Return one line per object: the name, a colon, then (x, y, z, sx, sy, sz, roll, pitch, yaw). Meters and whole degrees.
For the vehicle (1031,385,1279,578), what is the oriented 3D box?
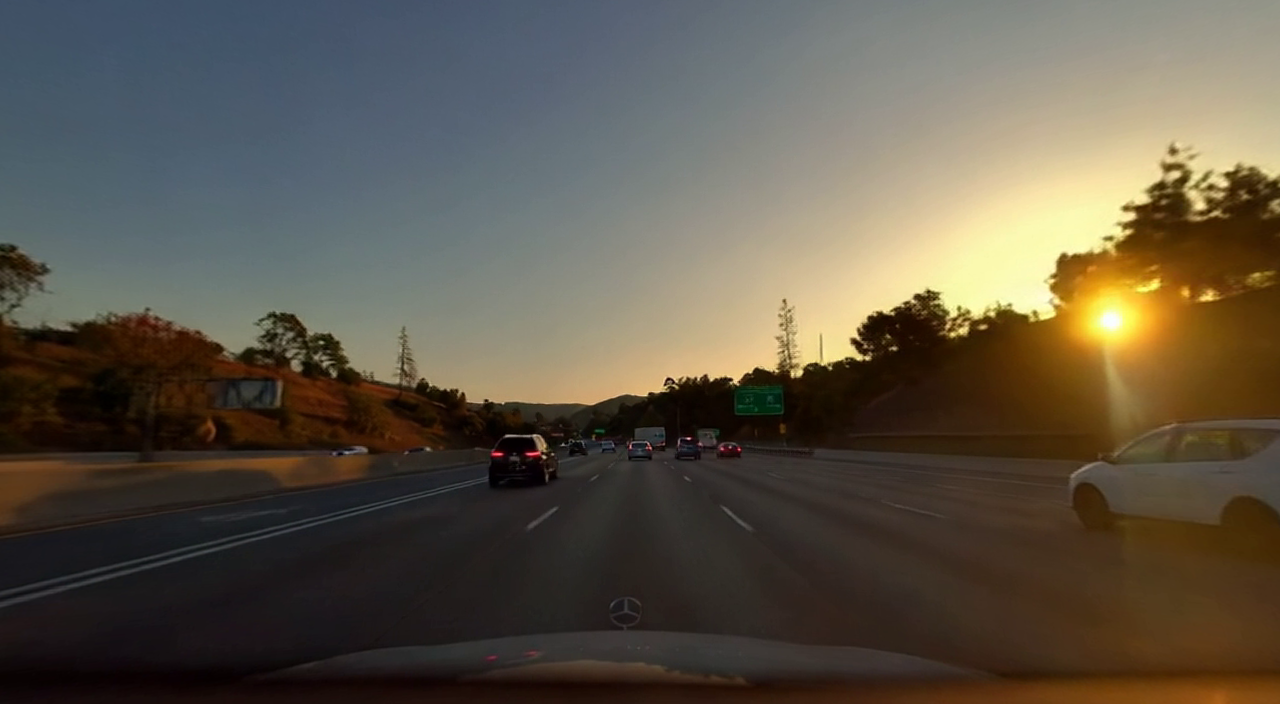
vehicle: (6.975, 1.361, 6.975, 2.123, 1.756, 4.959, 0, -8, 0)

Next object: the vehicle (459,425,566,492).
vehicle: (-3.702, 3.221, 19.385, 2.118, 1.750, 4.875, -1, -8, 2)

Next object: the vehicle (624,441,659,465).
vehicle: (0.083, 6.334, 39.725, 2.050, 1.452, 3.917, 0, -8, 0)
